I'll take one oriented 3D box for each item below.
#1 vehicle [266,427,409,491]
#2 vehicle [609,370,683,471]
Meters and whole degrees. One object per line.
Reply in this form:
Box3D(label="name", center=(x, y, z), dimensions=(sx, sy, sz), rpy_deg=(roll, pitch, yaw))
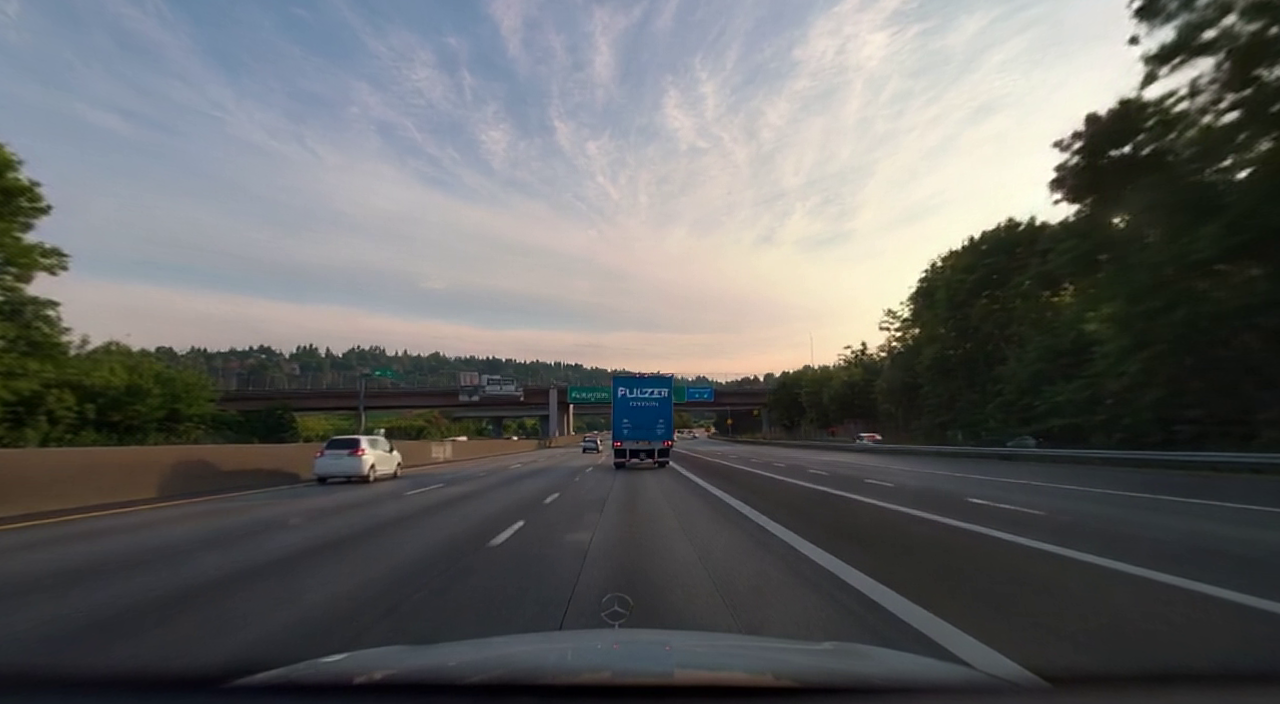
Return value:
Box3D(label="vehicle", center=(-8.230, 2.937, 17.629), dimensions=(2.041, 1.566, 3.986), rpy_deg=(0, -8, 0))
Box3D(label="vehicle", center=(0.093, 3.505, 30.845), dimensions=(2.926, 3.959, 11.818), rpy_deg=(0, -8, -1))
